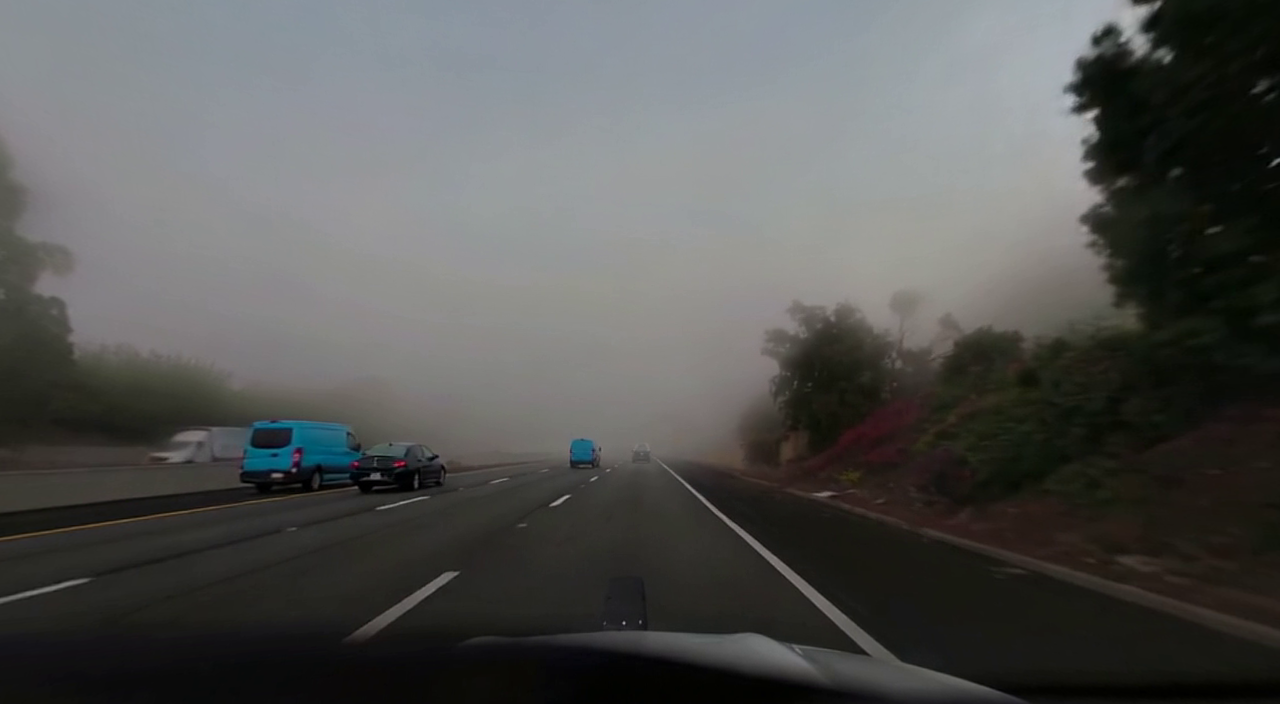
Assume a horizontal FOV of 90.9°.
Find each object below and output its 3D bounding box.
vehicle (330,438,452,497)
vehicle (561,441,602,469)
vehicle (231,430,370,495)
[{"bbox_3d":[-7.433,3.472,19.302,2.014,1.598,4.015,0,-9,1],"label":"vehicle"},{"bbox_3d":[-4.010,7.164,44.191,2.313,1.852,4.775,0,-9,2],"label":"vehicle"},{"bbox_3d":[-10.840,3.540,20.592,1.977,1.870,4.525,0,-9,0],"label":"vehicle"}]
